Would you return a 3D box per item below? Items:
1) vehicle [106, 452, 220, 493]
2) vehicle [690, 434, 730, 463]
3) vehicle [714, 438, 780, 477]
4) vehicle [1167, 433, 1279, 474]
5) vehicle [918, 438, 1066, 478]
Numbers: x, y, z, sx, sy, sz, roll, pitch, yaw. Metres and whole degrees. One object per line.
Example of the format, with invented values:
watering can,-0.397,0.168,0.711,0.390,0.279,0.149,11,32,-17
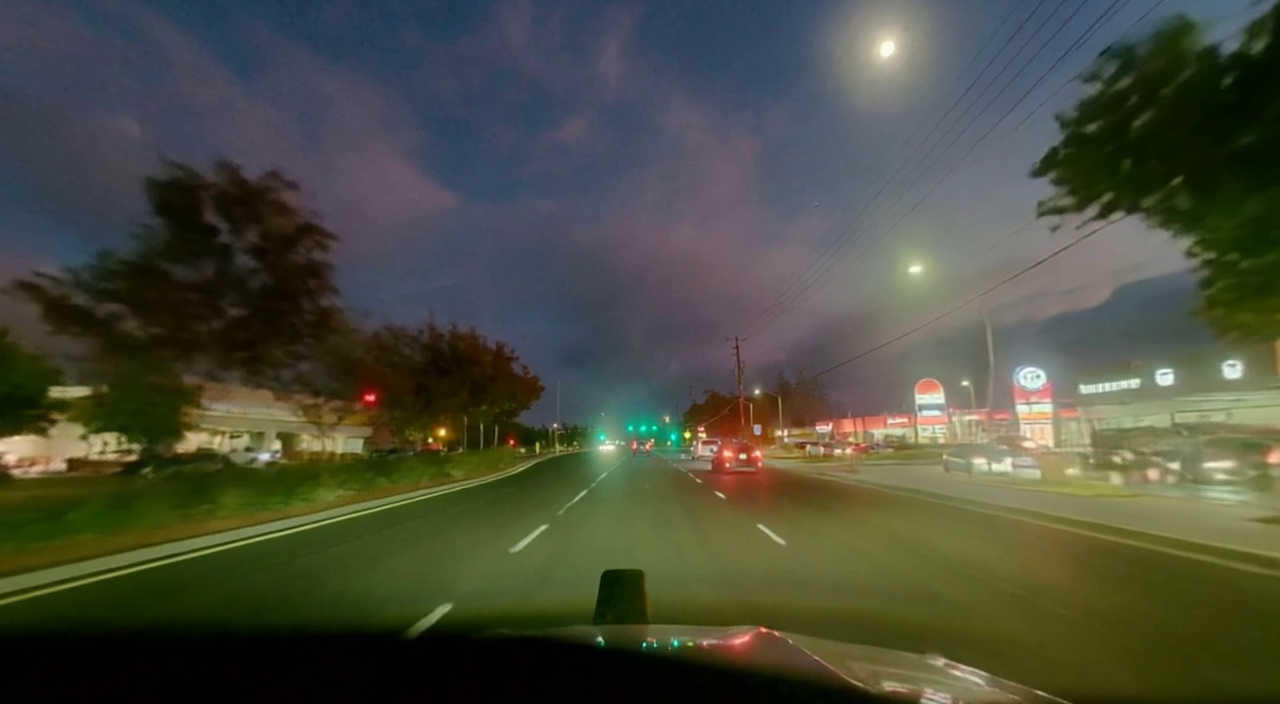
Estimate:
vehicle,-22.228,5.609,29.629,1.997,1.637,4.386,-2,-8,-2
vehicle,4.806,6.719,44.028,2.140,1.921,4.431,0,-8,-2
vehicle,4.337,4.333,26.213,1.916,1.459,4.335,0,-8,-1
vehicle,26.610,4.520,28.212,4.147,1.545,2.108,-3,-8,-4
vehicle,14.463,4.378,26.095,4.909,1.463,1.924,-2,-8,1
